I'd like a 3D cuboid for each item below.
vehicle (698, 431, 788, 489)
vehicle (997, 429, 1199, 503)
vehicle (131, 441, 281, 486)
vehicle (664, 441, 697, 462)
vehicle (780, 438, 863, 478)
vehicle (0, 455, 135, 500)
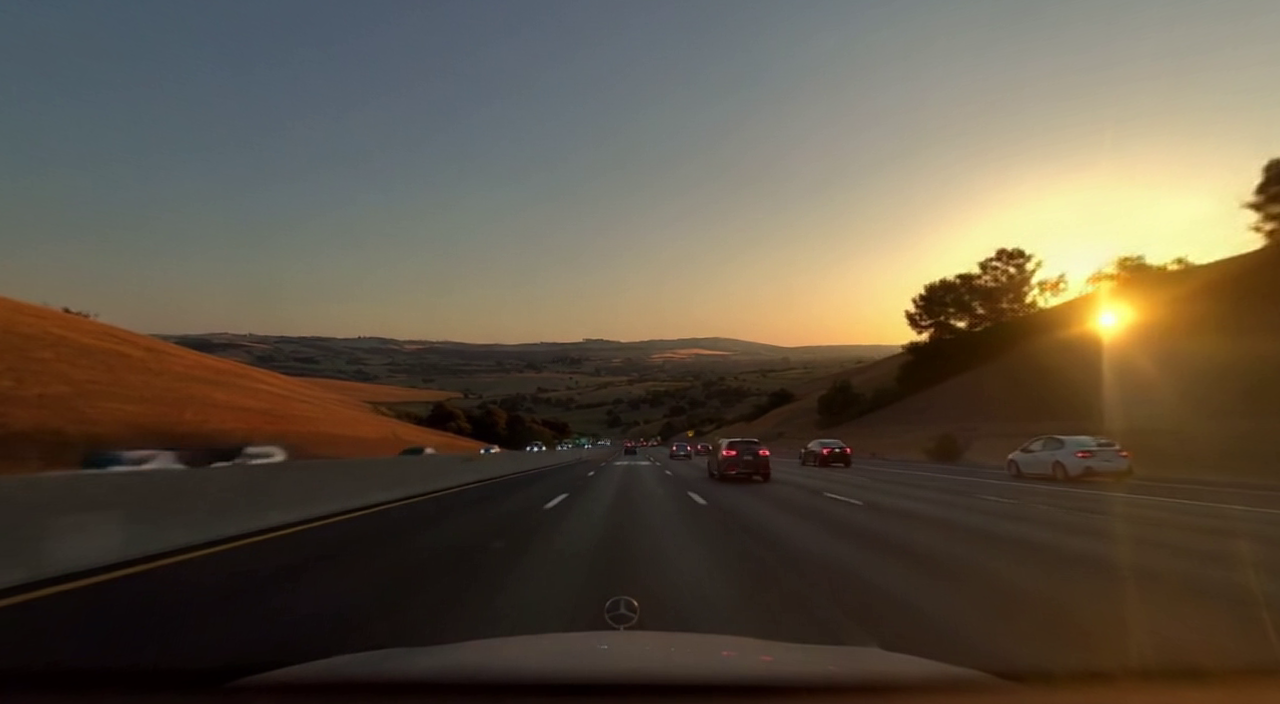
[{"bbox_3d":[3.122,3.385,20.161,1.977,1.601,4.598,0,-8,-2],"label":"vehicle"},{"bbox_3d":[10.965,2.737,15.594,1.844,1.560,4.085,0,-8,-1],"label":"vehicle"},{"bbox_3d":[-14.384,3.671,21.299,1.962,1.309,4.240,1,-8,2],"label":"vehicle"},{"bbox_3d":[2.999,7.437,47.496,2.038,1.477,4.313,0,-8,-2],"label":"vehicle"},{"bbox_3d":[7.066,4.179,25.127,1.952,1.442,4.259,0,-8,-1],"label":"vehicle"},{"bbox_3d":[-22.113,4.796,24.467,2.023,1.514,3.744,0,-8,-1],"label":"vehicle"}]
